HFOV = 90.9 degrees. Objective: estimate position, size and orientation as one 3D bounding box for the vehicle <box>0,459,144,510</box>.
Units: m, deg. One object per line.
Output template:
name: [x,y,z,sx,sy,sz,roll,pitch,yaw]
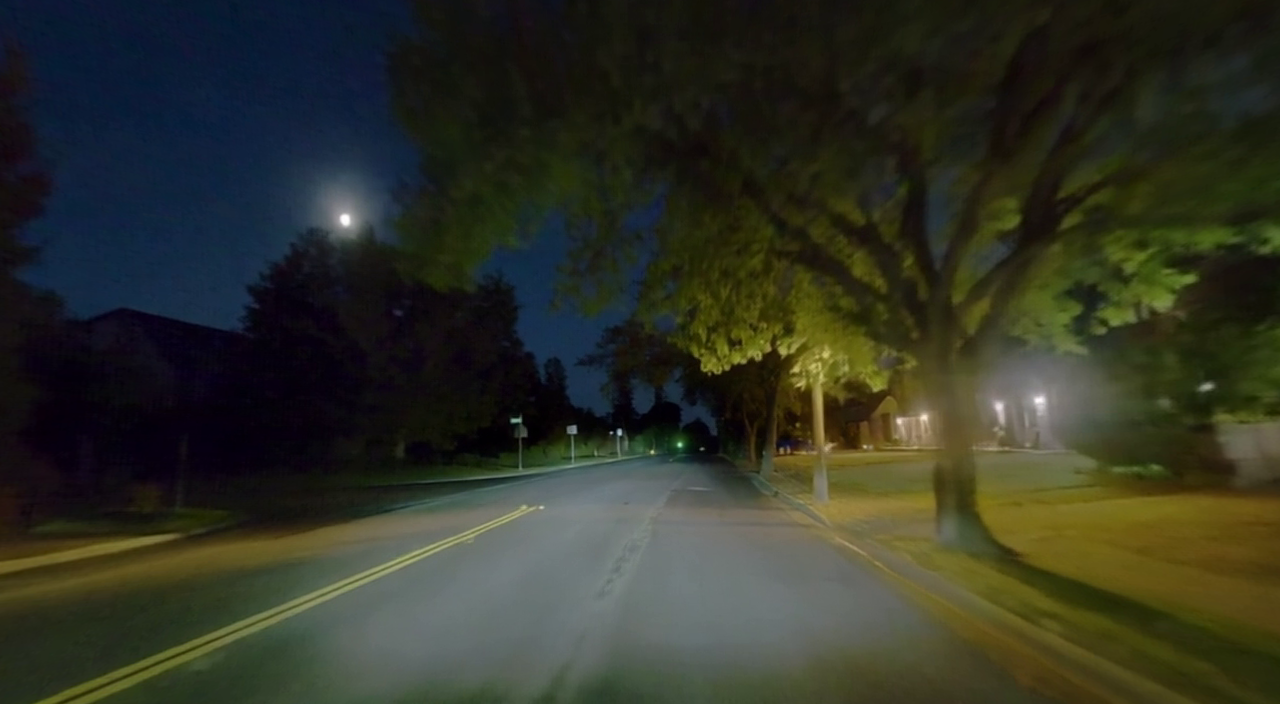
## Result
vehicle: [-19.674,4.475,21.375,4.270,1.481,1.972,-3,-9,8]
